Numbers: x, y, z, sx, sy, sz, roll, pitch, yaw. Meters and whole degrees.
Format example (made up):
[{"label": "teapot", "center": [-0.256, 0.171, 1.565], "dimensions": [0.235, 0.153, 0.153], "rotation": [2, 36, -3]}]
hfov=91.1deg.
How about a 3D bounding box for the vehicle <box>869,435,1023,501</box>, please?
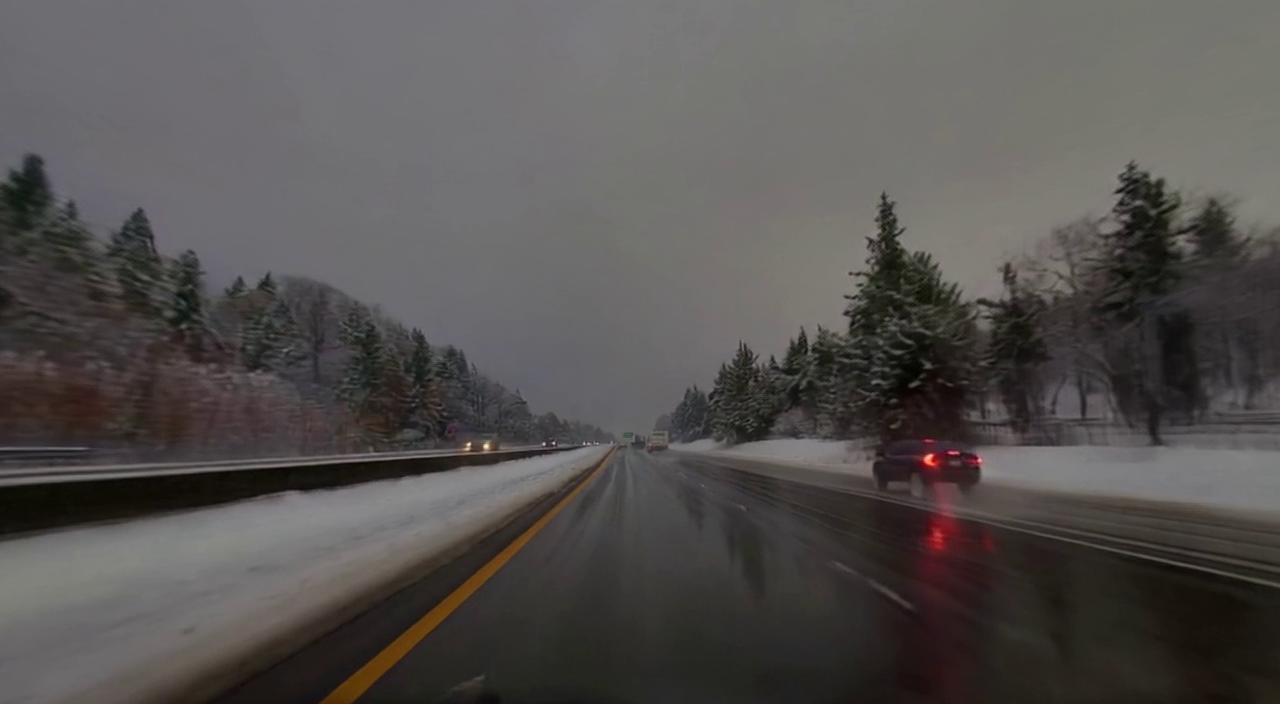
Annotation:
[{"label": "vehicle", "center": [7.624, 2.907, 16.169], "dimensions": [1.942, 1.462, 3.926], "rotation": [0, -9, 0]}]
